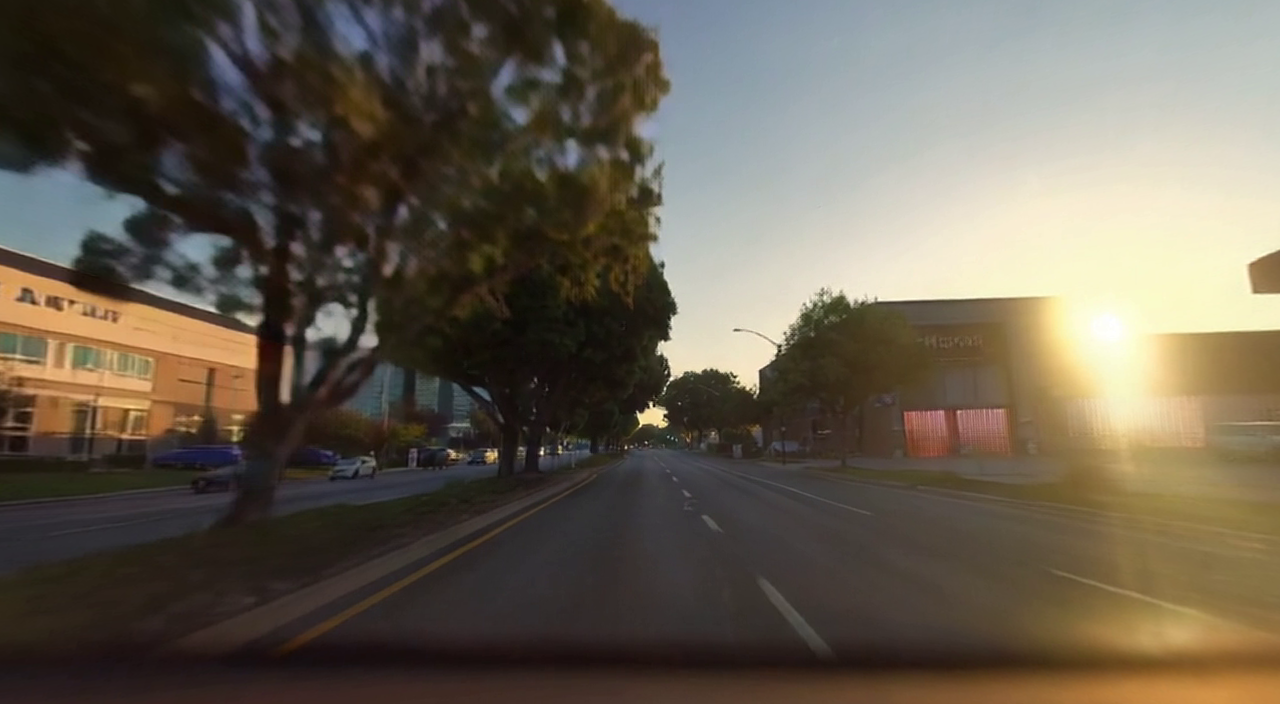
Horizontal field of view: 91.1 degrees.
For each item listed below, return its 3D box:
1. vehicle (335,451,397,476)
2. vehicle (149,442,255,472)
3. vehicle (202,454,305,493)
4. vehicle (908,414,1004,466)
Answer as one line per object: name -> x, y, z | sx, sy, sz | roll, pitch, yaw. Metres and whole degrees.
vehicle -> -18.946, 7.746, 43.711 | 2.071, 1.595, 4.822 | 0, -9, 1
vehicle -> -26.570, 6.347, 38.241 | 4.667, 1.728, 2.276 | 0, -8, -3
vehicle -> -18.838, 5.894, 30.901 | 2.012, 1.560, 4.782 | -1, -7, 0
vehicle -> 21.926, 6.227, 44.102 | 2.977, 3.311, 6.892 | 0, -9, -1
